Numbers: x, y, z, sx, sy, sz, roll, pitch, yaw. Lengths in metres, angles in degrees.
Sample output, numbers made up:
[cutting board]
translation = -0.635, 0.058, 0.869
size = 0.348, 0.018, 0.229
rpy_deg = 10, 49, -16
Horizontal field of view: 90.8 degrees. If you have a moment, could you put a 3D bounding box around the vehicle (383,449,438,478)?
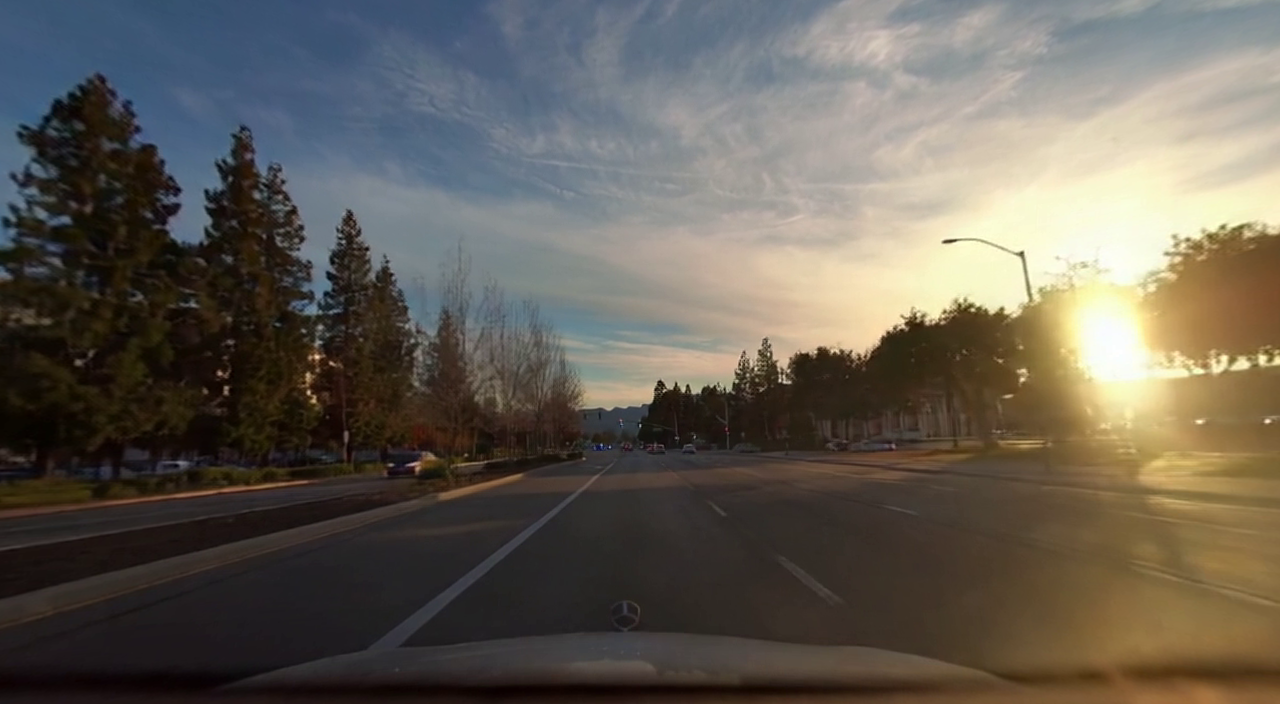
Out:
[vehicle]
translation = -15.110, 7.347, 41.827
size = 1.998, 1.785, 4.362
rpy_deg = 0, -8, 0
